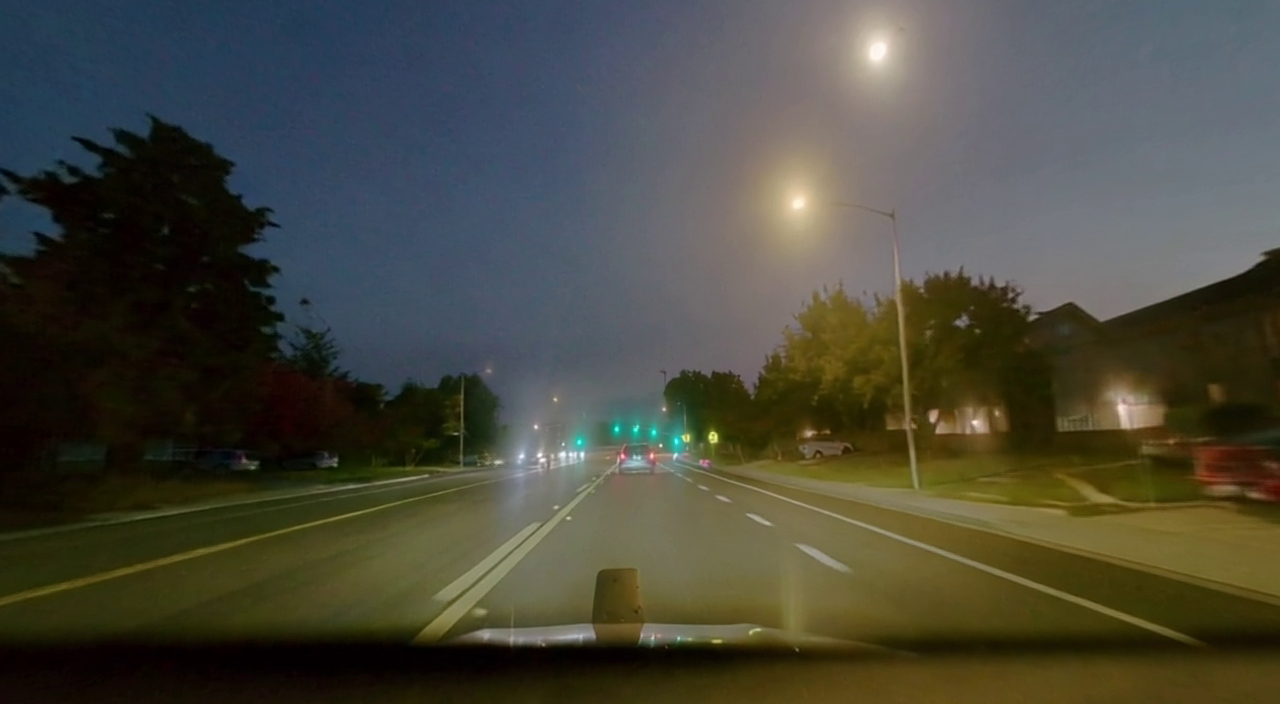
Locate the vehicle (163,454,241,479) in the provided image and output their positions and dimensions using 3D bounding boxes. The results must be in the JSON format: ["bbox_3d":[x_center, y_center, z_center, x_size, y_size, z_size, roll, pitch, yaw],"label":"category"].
[{"bbox_3d":[-26.918,7.042,38.920,3.522,1.372,1.652,0,-9,-4],"label":"vehicle"}]

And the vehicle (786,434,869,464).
[{"bbox_3d":[12.528,6.513,42.448,4.870,1.926,2.094,0,-8,-1],"label":"vehicle"}]

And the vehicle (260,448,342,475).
[{"bbox_3d":[-21.122,6.819,39.503,4.020,1.635,1.875,0,-8,2],"label":"vehicle"}]

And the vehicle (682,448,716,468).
[{"bbox_3d":[4.584,8.262,49.635,1.963,1.469,4.709,0,-8,-2],"label":"vehicle"}]

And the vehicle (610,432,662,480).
[{"bbox_3d":[-0.192,4.646,28.507,2.153,1.942,4.767,0,-8,-1],"label":"vehicle"}]

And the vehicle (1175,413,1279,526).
[{"bbox_3d":[11.253,1.739,9.572,4.377,1.588,2.063,0,-8,0],"label":"vehicle"}]
